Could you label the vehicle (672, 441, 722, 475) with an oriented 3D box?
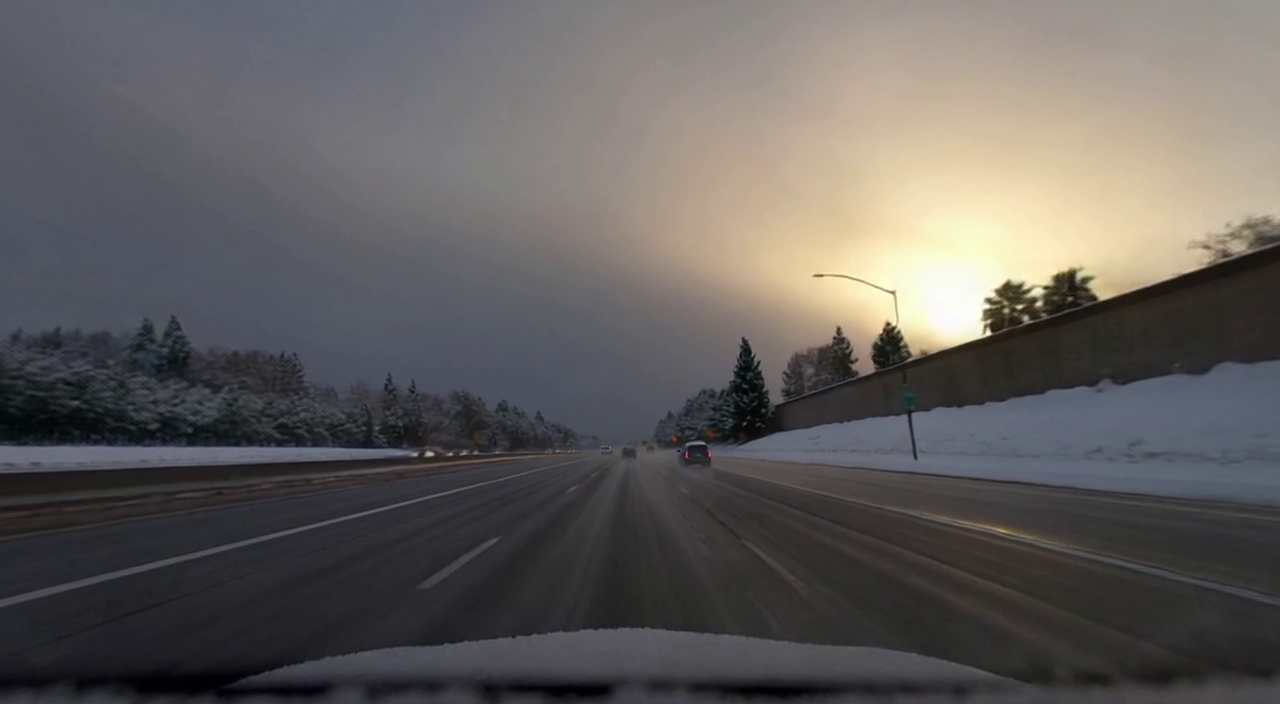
[{"bbox_3d":[2.999,5.671,34.072,2.130,1.677,4.317,0,-9,-2],"label":"vehicle"}]
